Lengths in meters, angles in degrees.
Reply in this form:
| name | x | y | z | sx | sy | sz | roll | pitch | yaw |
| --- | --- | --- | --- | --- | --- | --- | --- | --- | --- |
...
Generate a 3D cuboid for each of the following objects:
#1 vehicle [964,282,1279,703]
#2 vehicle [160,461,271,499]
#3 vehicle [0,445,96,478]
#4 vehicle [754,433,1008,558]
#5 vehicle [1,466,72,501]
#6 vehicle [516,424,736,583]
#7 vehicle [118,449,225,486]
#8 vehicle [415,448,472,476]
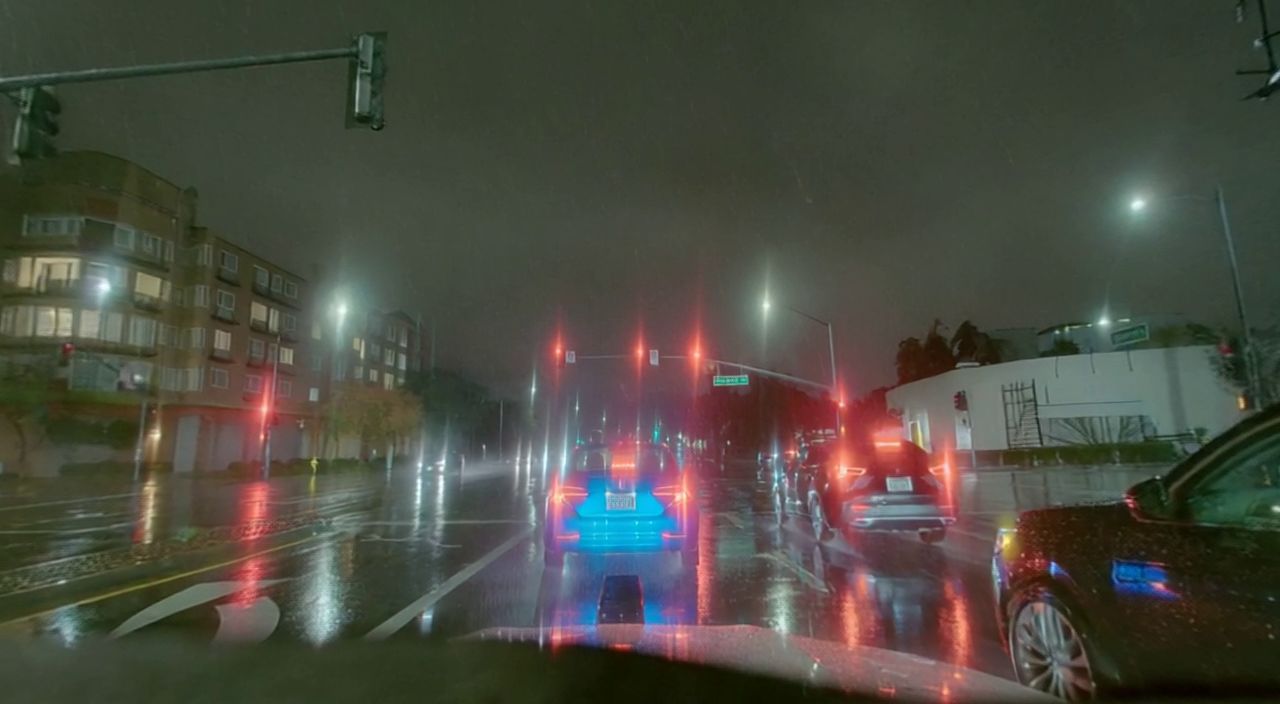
| name | x | y | z | sx | sy | sz | roll | pitch | yaw |
| --- | --- | --- | --- | --- | --- | --- | --- | --- | --- |
| vehicle | 3.001 | 0.629 | 1.576 | 2.047 | 1.785 | 4.357 | 0 | -8 | 0 |
| vehicle | -19.075 | 5.760 | 28.702 | 1.942 | 1.453 | 4.448 | 0 | -9 | 0 |
| vehicle | -35.655 | 6.449 | 37.430 | 2.145 | 1.797 | 5.198 | -1 | -9 | 1 |
| vehicle | 3.212 | 1.995 | 9.598 | 2.009 | 1.414 | 4.416 | 0 | -8 | -2 |
| vehicle | -27.999 | 6.076 | 29.449 | 1.972 | 1.433 | 4.324 | 8 | -12 | -39 |
| vehicle | -0.141 | 1.740 | 8.051 | 2.095 | 1.502 | 3.873 | 0 | -8 | 0 |
| vehicle | -27.480 | 6.752 | 37.359 | 2.300 | 1.932 | 5.056 | -1 | -8 | 2 |
| vehicle | -11.674 | 6.558 | 37.877 | 1.887 | 1.516 | 4.524 | 0 | -8 | 1 |
